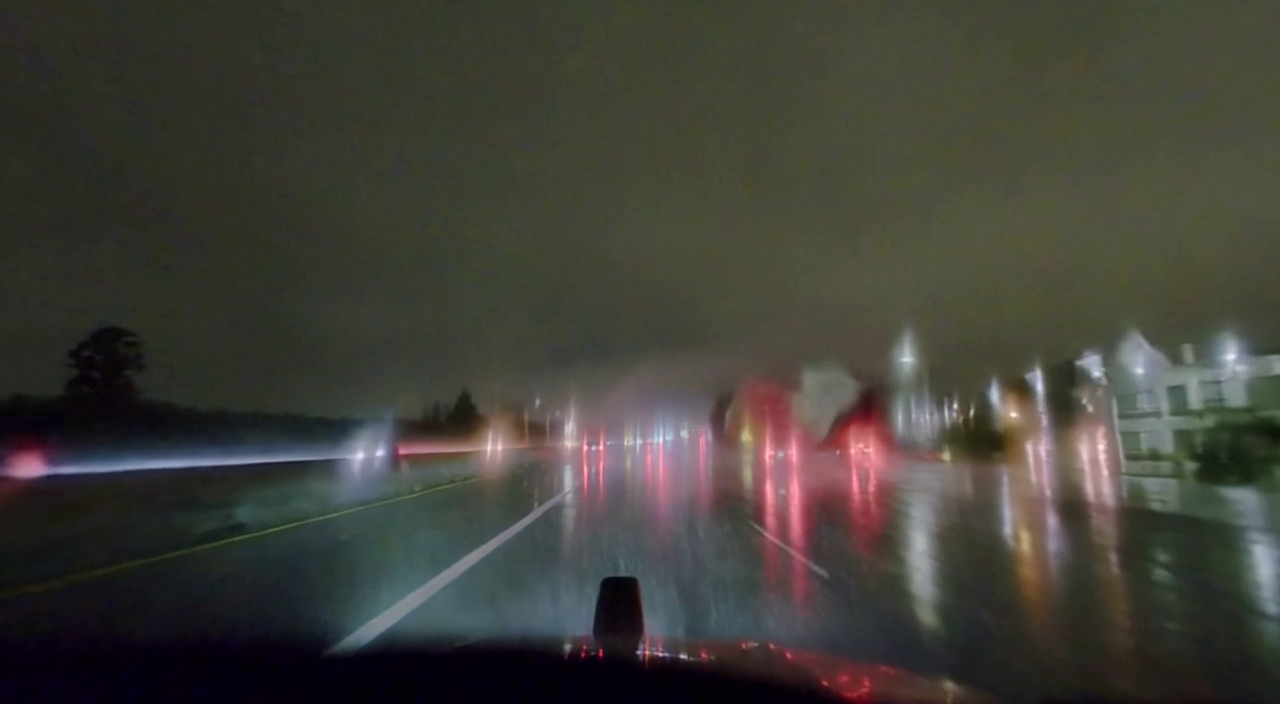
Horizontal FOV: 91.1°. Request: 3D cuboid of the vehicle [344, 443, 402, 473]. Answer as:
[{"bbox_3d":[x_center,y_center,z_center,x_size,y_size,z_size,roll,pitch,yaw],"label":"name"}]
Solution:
[{"bbox_3d":[-16.406,6.522,38.858,1.815,1.684,4.105,0,-9,-1],"label":"vehicle"}]
